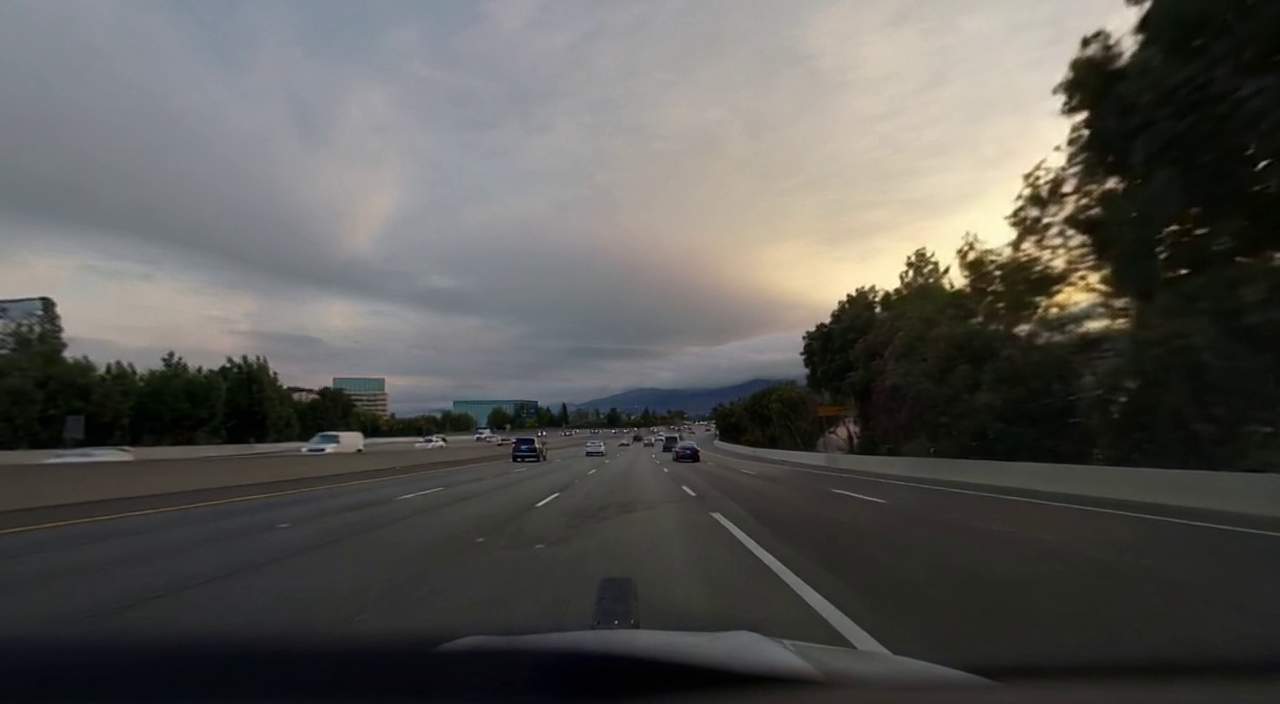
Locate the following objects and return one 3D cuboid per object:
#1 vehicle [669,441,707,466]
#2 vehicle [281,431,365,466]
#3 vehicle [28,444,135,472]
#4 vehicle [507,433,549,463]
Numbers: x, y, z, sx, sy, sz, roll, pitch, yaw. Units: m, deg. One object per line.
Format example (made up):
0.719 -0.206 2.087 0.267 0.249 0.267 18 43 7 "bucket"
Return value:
2.930 6.290 39.367 1.967 1.475 4.080 0 -8 -1 "vehicle"
-20.256 6.209 40.731 2.320 2.019 5.892 0 -8 1 "vehicle"
-31.056 5.900 35.325 1.826 1.441 4.521 0 -8 0 "vehicle"
-7.396 6.396 42.026 2.009 1.850 4.338 0 -8 0 "vehicle"
